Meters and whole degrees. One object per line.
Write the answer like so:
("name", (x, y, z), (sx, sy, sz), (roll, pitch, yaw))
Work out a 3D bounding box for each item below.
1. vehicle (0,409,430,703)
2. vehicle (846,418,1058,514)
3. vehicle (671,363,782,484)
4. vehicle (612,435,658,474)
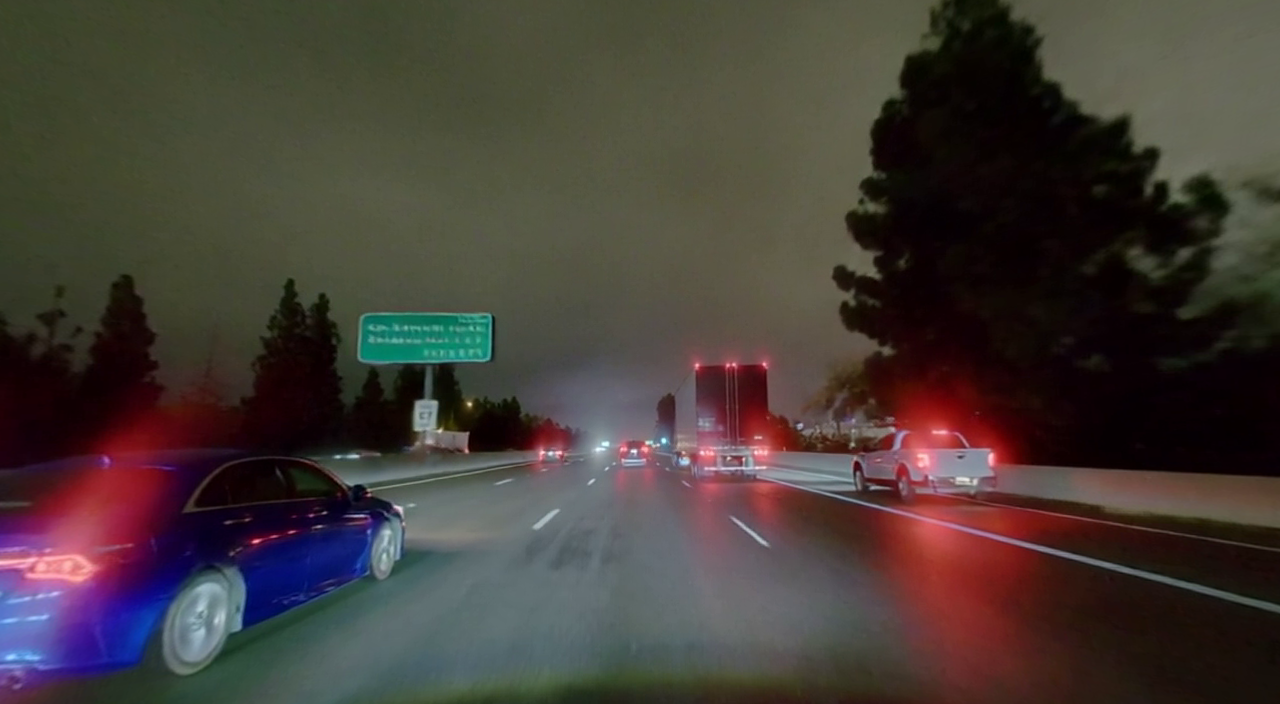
("vehicle", (-3.109, 1.222, 4.167), (1.864, 1.406, 4.544), (0, -9, 0))
("vehicle", (6.834, 2.594, 14.793), (2.106, 1.795, 5.489), (0, -9, 0))
("vehicle", (3.282, 3.568, 28.991), (2.876, 4.086, 15.117), (0, -9, 0))
("vehicle", (-0.279, 5.263, 32.535), (2.203, 1.805, 4.358), (0, -9, -1))
